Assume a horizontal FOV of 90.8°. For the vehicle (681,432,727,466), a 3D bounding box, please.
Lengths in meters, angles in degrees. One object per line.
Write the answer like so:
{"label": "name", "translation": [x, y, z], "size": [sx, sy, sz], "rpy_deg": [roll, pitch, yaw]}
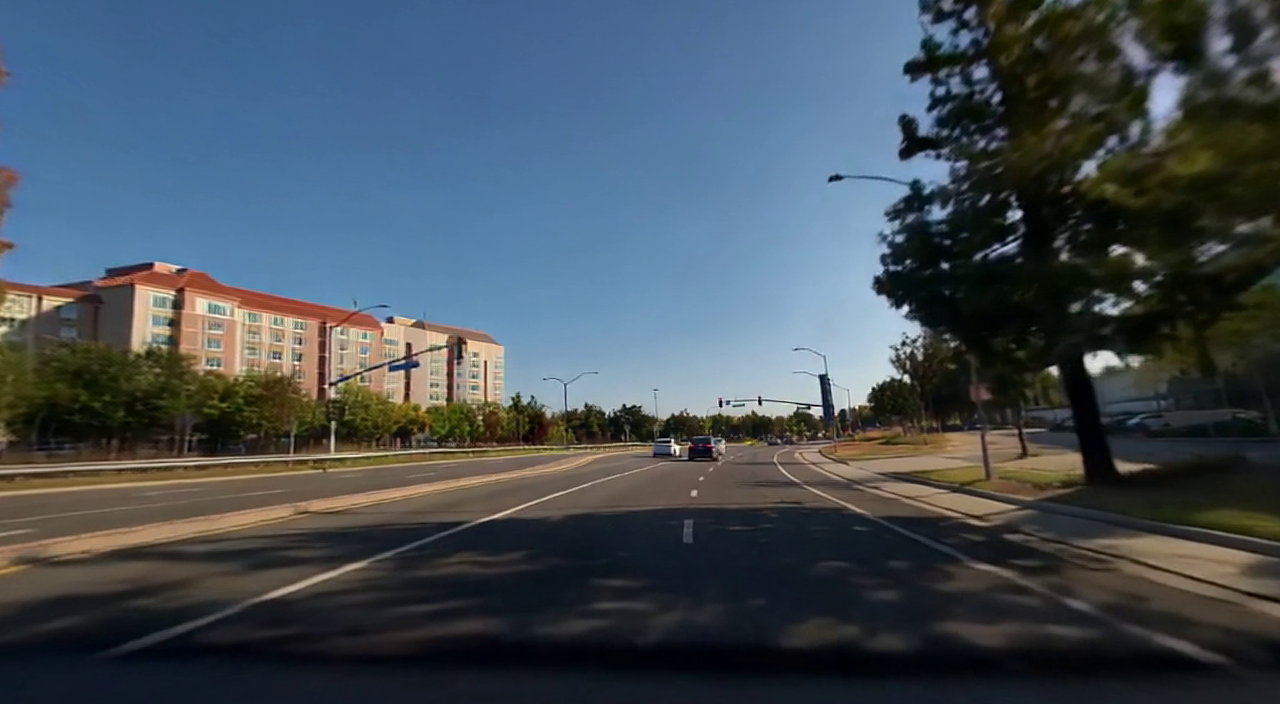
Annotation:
{"label": "vehicle", "translation": [4.020, 5.951, 38.942], "size": [2.356, 1.931, 4.840], "rpy_deg": [-2, -9, 11]}

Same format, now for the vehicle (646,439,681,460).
{"label": "vehicle", "translation": [1.797, 7.338, 47.424], "size": [1.952, 1.472, 4.312], "rpy_deg": [-2, -9, 11]}
